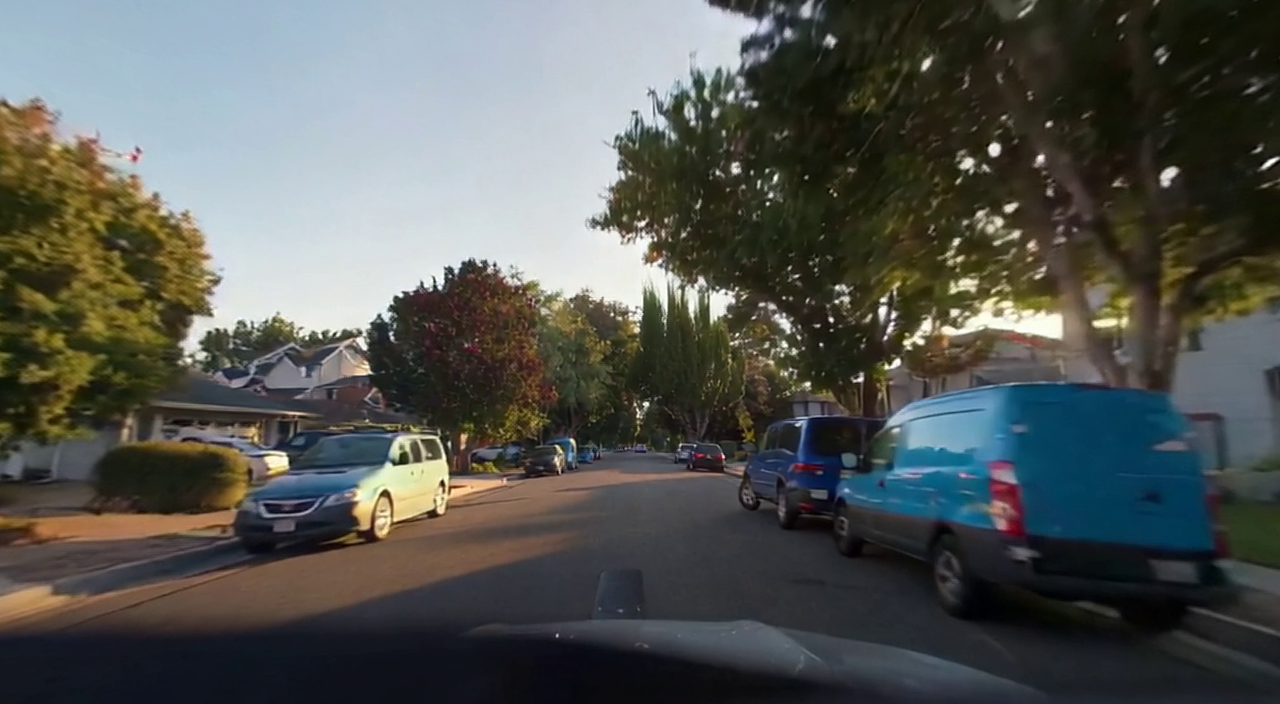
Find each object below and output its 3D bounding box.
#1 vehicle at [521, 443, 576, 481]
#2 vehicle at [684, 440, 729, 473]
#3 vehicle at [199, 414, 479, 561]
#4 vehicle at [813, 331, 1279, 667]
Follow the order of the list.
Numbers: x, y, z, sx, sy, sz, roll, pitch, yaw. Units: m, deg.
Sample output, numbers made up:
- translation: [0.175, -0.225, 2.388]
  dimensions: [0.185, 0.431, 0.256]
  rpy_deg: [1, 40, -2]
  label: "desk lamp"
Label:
- translation: [-4.684, 5.671, 33.063]
  dimensions: [2.116, 1.659, 4.832]
  rpy_deg: [-2, -7, 1]
  label: "vehicle"
- translation: [4.002, 6.416, 39.005]
  dimensions: [2.152, 1.810, 5.846]
  rpy_deg: [0, -9, 0]
  label: "vehicle"
- translation: [-4.826, 2.238, 11.498]
  dimensions: [2.364, 1.968, 5.671]
  rpy_deg: [0, -8, -1]
  label: "vehicle"
- translation: [3.572, 1.297, 6.533]
  dimensions: [2.144, 2.166, 4.766]
  rpy_deg: [0, -9, -1]
  label: "vehicle"
